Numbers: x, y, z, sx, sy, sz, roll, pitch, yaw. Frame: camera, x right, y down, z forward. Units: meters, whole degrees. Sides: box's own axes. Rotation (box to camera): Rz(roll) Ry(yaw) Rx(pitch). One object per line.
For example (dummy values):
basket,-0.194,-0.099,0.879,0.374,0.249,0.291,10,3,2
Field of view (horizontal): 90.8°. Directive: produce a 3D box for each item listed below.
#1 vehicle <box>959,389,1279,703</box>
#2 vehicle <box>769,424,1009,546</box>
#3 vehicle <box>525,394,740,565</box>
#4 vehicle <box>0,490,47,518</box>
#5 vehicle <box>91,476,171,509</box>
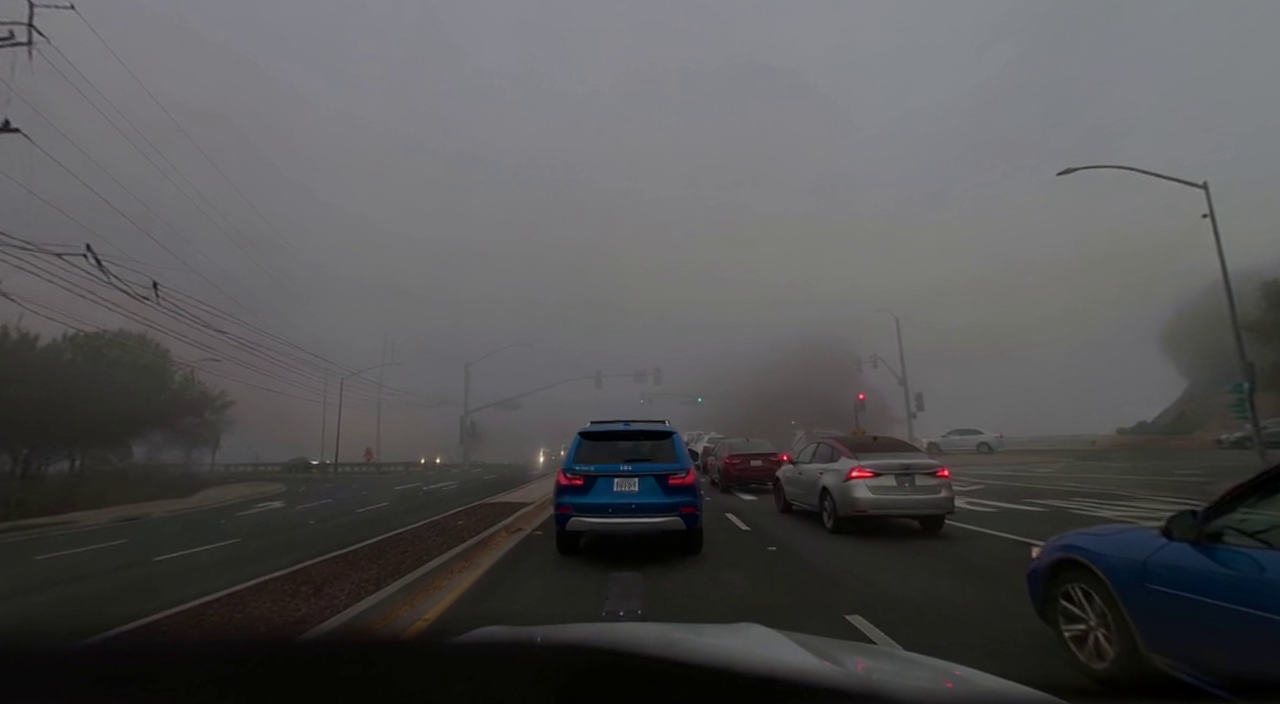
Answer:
vehicle,3.287,0.857,2.186,1.984,1.462,4.513,0,-9,0
vehicle,3.509,1.963,10.000,1.952,1.477,4.417,0,-9,-1
vehicle,-0.132,1.680,8.991,2.300,1.821,4.254,0,-9,-1
vehicle,-37.410,8.960,37.010,1.774,1.428,3.668,-9,-12,43
vehicle,-26.367,7.267,32.712,3.826,1.522,1.741,-7,-10,28
